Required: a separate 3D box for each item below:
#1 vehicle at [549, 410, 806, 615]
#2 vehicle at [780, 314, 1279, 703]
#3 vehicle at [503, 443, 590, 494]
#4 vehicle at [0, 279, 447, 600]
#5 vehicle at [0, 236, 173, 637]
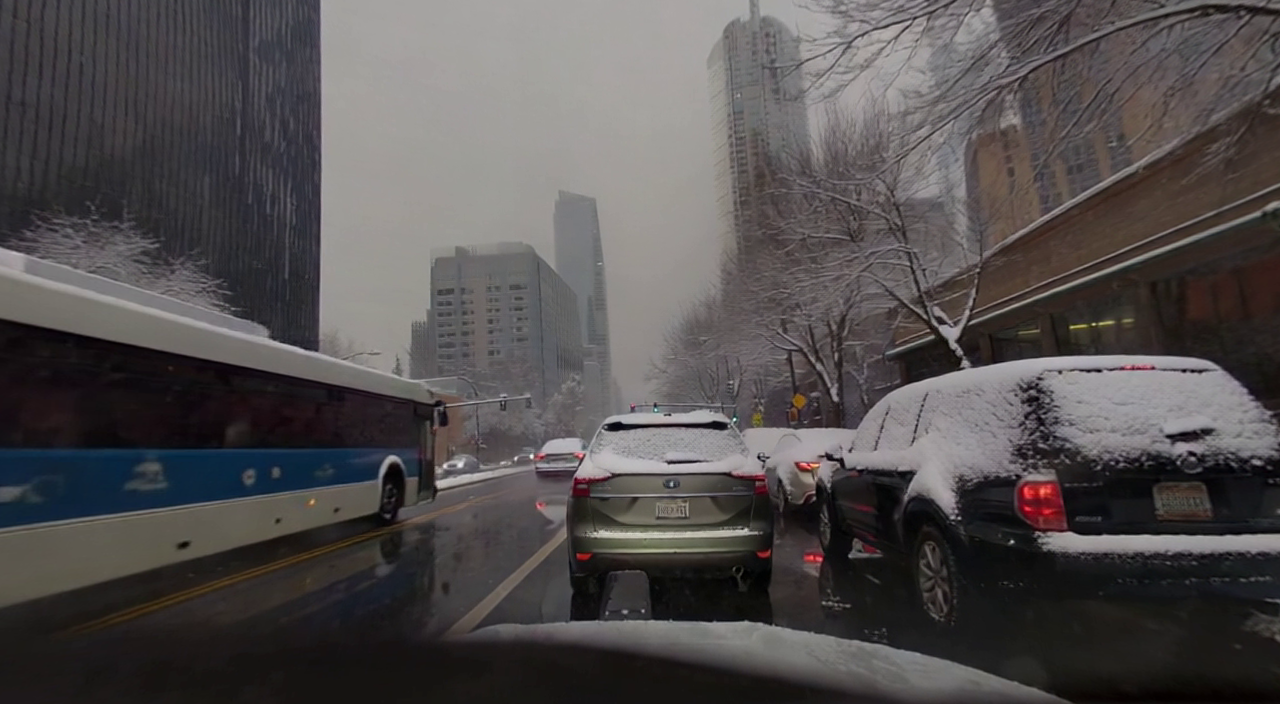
[{"bbox_3d":[0.242,1.550,6.888,2.045,1.608,3.573,0,-9,-2],"label":"vehicle"},{"bbox_3d":[2.757,1.115,4.988,2.117,1.855,4.794,0,-9,-1],"label":"vehicle"},{"bbox_3d":[-2.961,3.825,21.159,2.088,1.483,4.708,0,-9,1],"label":"vehicle"},{"bbox_3d":[-6.798,1.611,11.594,3.152,3.309,10.159,0,-9,1],"label":"vehicle"},{"bbox_3d":[-6.820,0.279,2.443,2.907,3.307,9.137,0,-9,0],"label":"vehicle"}]
